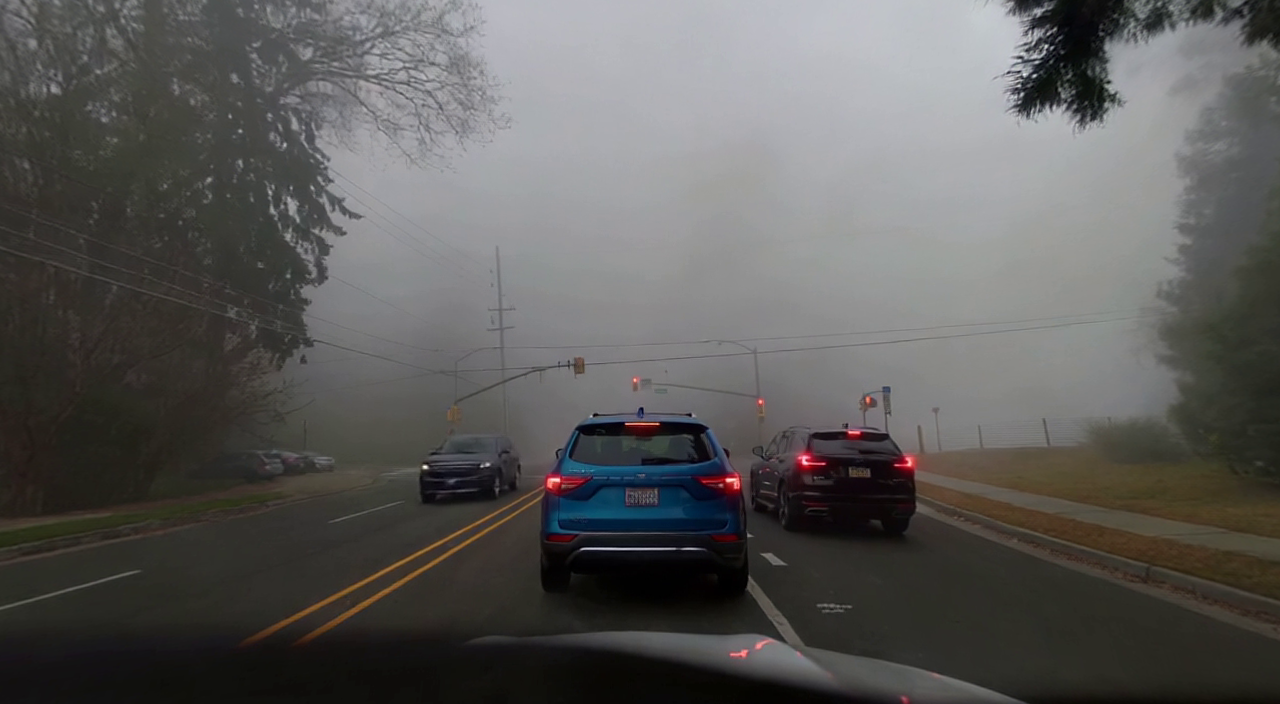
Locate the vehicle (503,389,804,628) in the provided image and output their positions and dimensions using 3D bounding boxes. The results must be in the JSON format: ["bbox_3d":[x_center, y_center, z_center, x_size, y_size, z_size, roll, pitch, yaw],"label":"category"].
[{"bbox_3d":[0.066,1.424,6.660,2.151,1.695,4.100,0,-8,-1],"label":"vehicle"}]

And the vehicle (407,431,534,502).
[{"bbox_3d":[-4.540,3.141,17.775,2.292,1.711,4.541,0,-8,0],"label":"vehicle"}]

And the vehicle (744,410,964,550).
[{"bbox_3d":[3.080,1.935,10.208,1.967,1.756,4.281,0,-8,-1],"label":"vehicle"}]

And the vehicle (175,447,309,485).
[{"bbox_3d":[-16.145,4.639,25.717,4.245,1.446,1.827,0,-8,1],"label":"vehicle"}]
